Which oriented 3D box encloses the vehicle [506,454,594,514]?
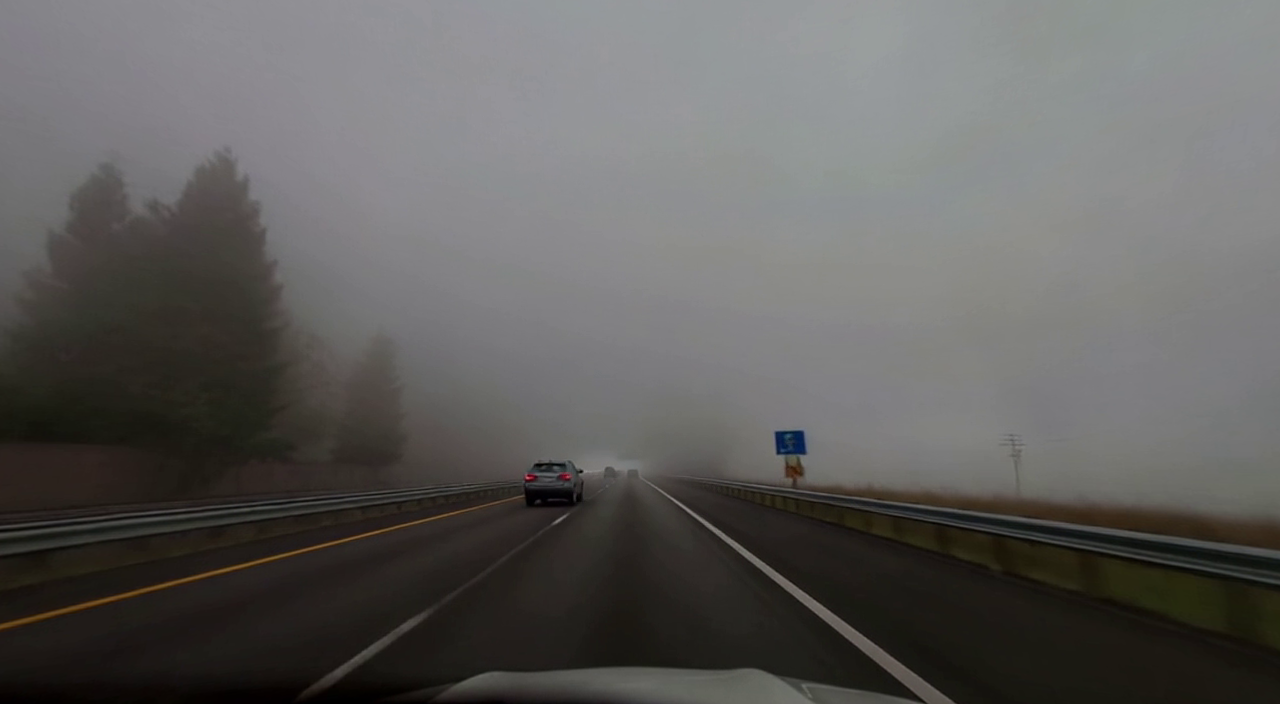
[{"bbox_3d":[-2.777,4.263,20.612,2.107,1.668,4.554,1,-11,1],"label":"vehicle"}]
